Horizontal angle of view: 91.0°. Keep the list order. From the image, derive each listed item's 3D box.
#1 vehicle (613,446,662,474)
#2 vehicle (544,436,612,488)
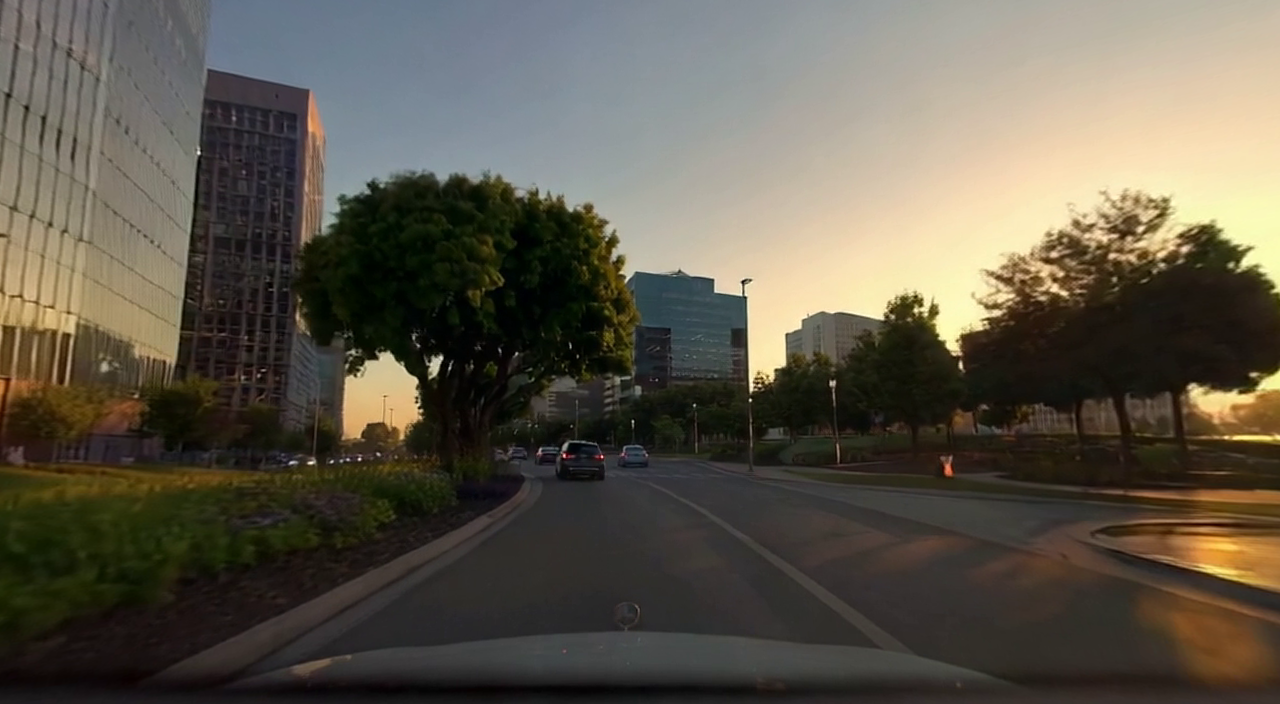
[{"bbox_3d":[-0.222,6.220,36.618,2.116,1.506,4.355,2,-9,-9],"label":"vehicle"},{"bbox_3d":[-2.419,4.074,23.646,2.173,1.761,4.374,2,-9,-10],"label":"vehicle"}]
